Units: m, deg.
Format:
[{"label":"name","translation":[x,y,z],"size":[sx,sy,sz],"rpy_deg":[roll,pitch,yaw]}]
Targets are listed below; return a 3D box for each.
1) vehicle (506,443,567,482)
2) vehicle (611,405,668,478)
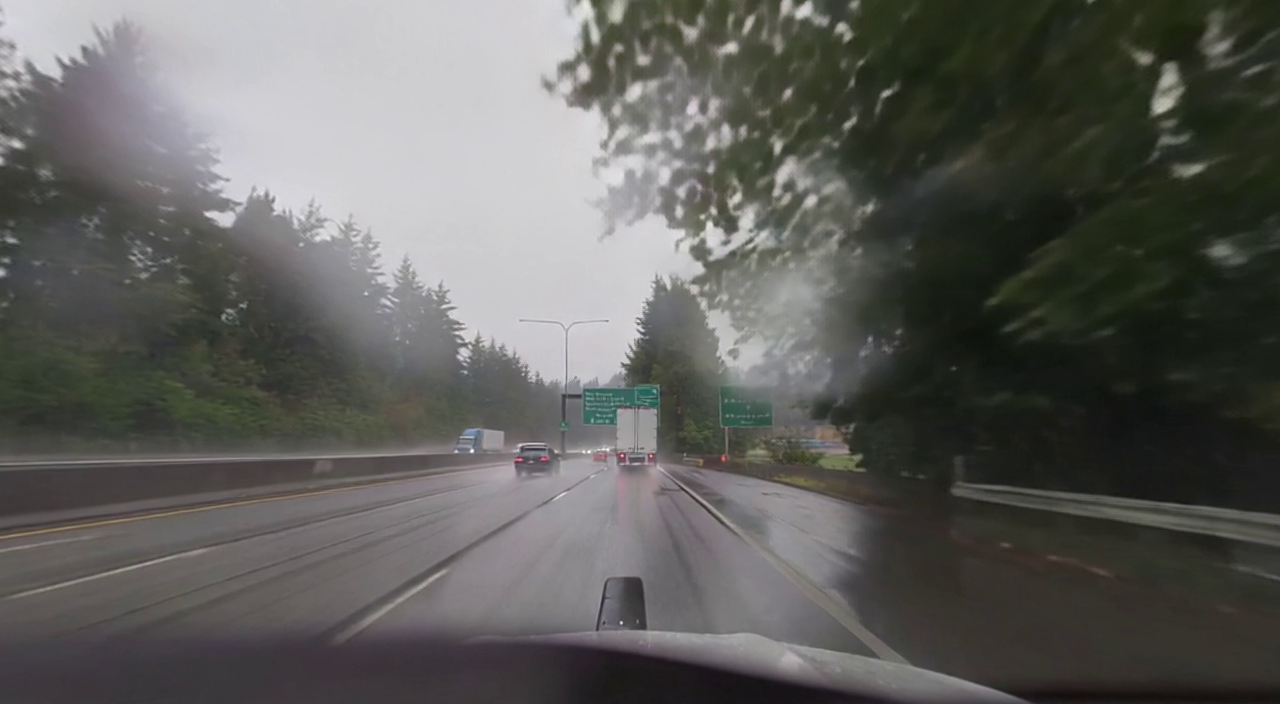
[{"label":"vehicle","translation":[-4.409,4.781,27.451],"size":[1.964,1.556,4.071],"rpy_deg":[0,-9,0]},{"label":"vehicle","translation":[-0.124,5.722,39.672],"size":[2.976,3.800,12.335],"rpy_deg":[0,-9,-1]}]
